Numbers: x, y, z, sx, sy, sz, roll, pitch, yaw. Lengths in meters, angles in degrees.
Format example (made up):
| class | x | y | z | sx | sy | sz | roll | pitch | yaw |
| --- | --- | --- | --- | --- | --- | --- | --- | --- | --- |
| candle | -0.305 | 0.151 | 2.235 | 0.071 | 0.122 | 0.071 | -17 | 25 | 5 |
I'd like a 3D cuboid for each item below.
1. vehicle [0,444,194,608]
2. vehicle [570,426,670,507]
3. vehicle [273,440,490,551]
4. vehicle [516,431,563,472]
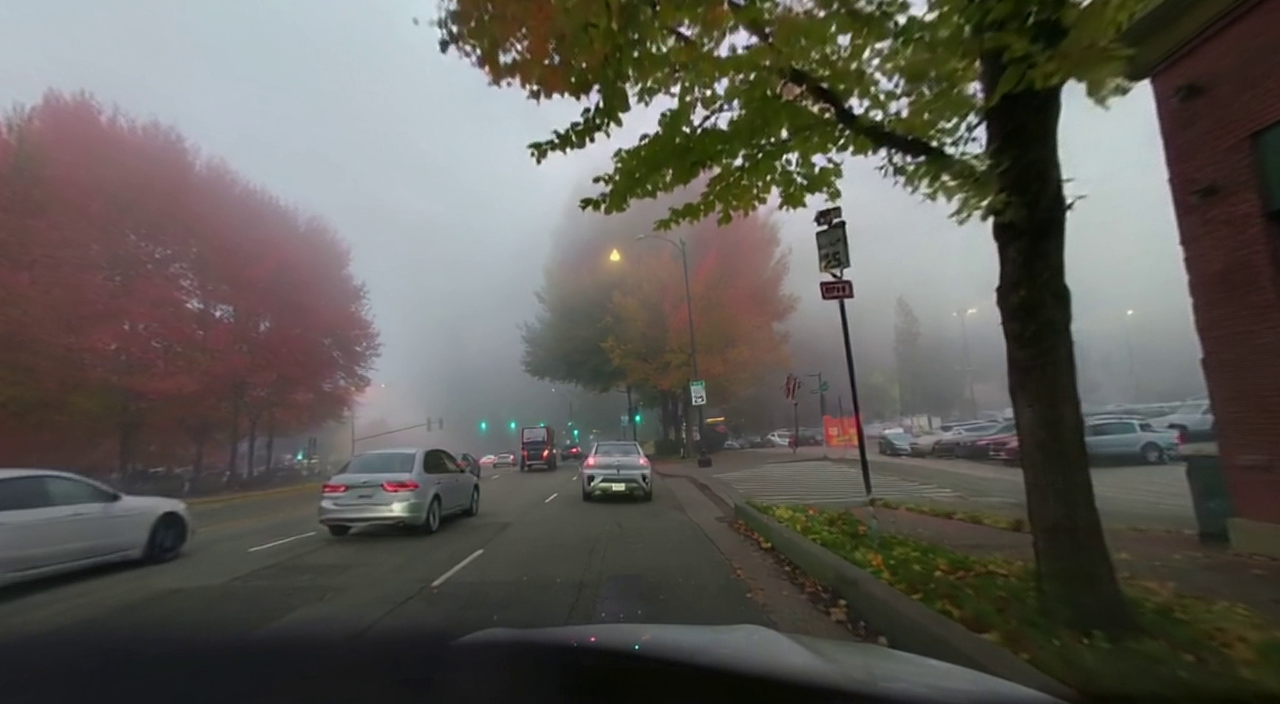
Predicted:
| class | x | y | z | sx | sy | sz | roll | pitch | yaw |
| --- | --- | --- | --- | --- | --- | --- | --- | --- | --- |
| vehicle | -7.662 | 1.894 | 7.174 | 2.051 | 1.681 | 4.193 | 1 | -9 | 0 |
| vehicle | -0.524 | 2.777 | 15.607 | 2.144 | 1.704 | 4.028 | 1 | -9 | -3 |
| vehicle | -4.265 | 2.421 | 11.399 | 1.974 | 1.549 | 4.603 | 1 | -9 | 0 |
| vehicle | -5.247 | 5.290 | 33.479 | 2.082 | 2.018 | 4.308 | 1 | -9 | -4 |
